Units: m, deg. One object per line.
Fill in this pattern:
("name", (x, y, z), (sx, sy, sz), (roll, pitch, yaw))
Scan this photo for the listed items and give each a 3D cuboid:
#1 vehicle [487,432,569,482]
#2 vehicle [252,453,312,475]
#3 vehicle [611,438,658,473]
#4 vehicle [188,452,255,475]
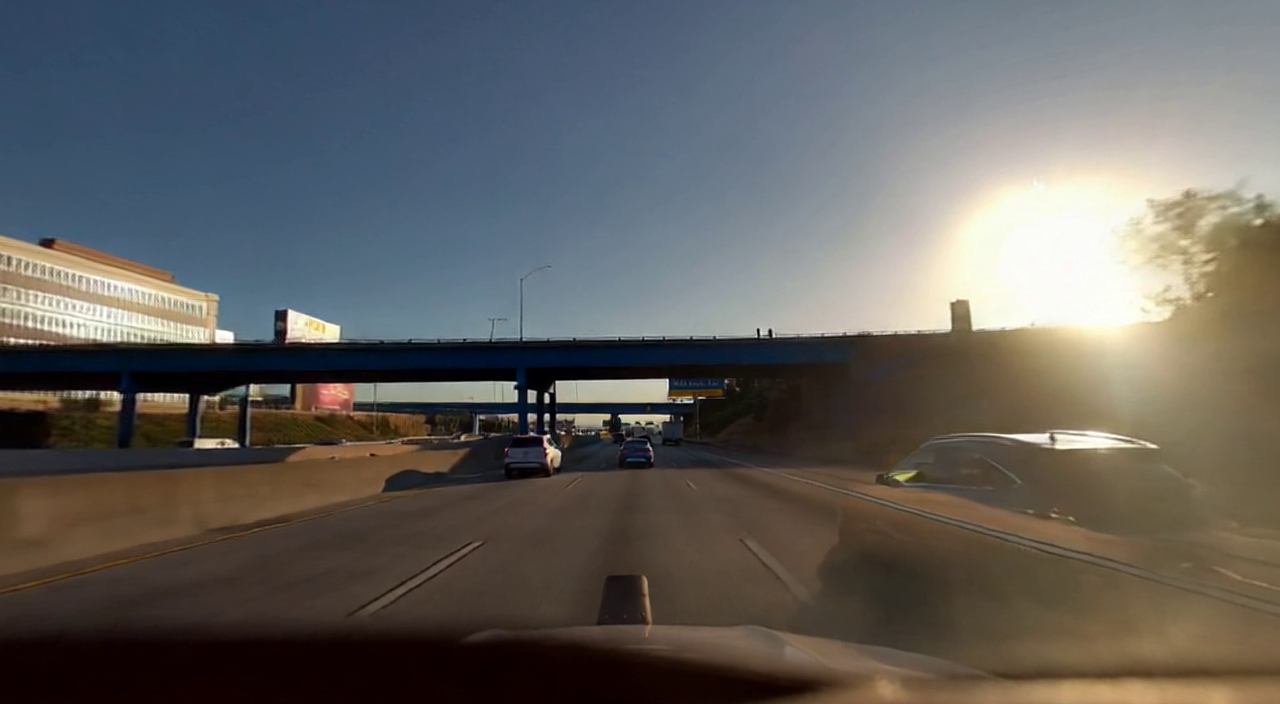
("vehicle", (-3.857, 3.695, 22.547), (2.064, 1.589, 4.213), (0, -8, 1))
("vehicle", (-28.063, 8.753, 49.590), (1.869, 1.537, 4.731), (0, -8, 1))
("vehicle", (-0.201, 4.387, 27.028), (1.877, 1.386, 3.872), (0, -8, 0))
("vehicle", (-31.873, 8.457, 48.220), (1.938, 1.598, 4.624), (0, -8, 1))
